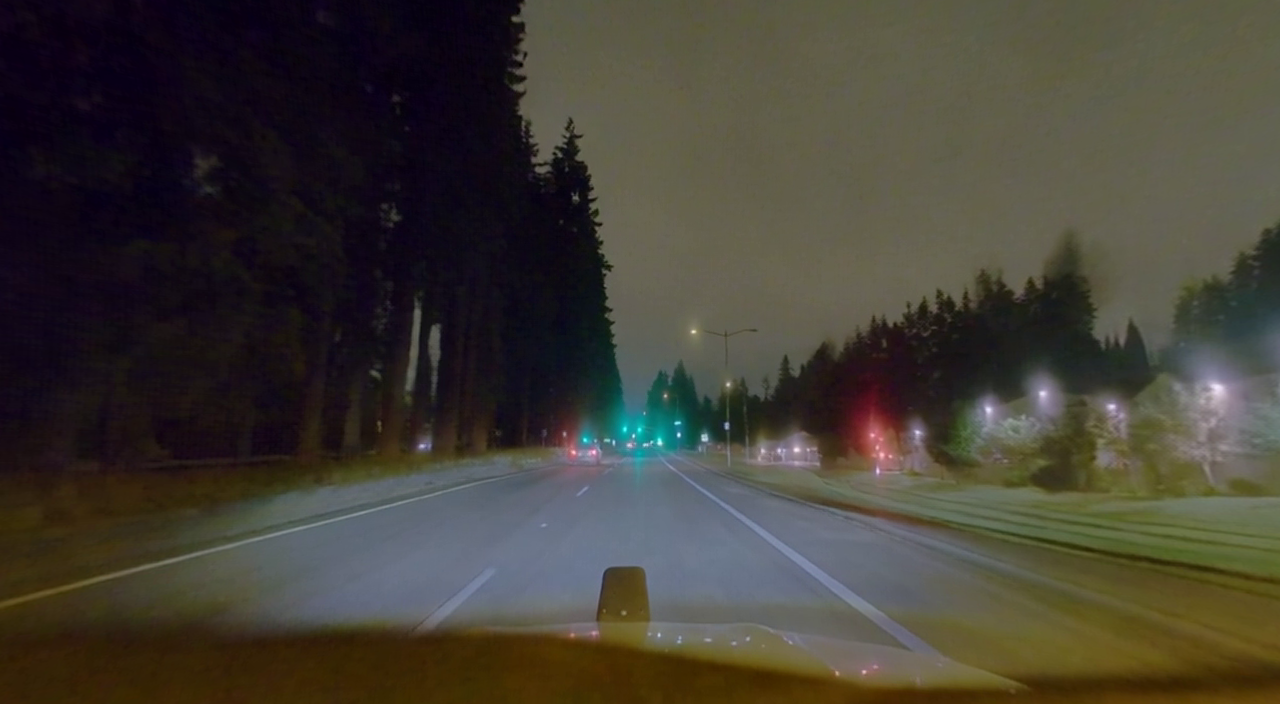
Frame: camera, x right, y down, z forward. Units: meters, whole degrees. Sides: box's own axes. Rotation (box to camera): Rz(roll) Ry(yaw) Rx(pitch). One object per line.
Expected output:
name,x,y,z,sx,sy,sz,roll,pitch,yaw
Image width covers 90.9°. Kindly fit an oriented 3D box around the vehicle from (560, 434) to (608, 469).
vehicle,-2.833,5.146,32.820,2.016,1.694,4.335,0,-8,1
